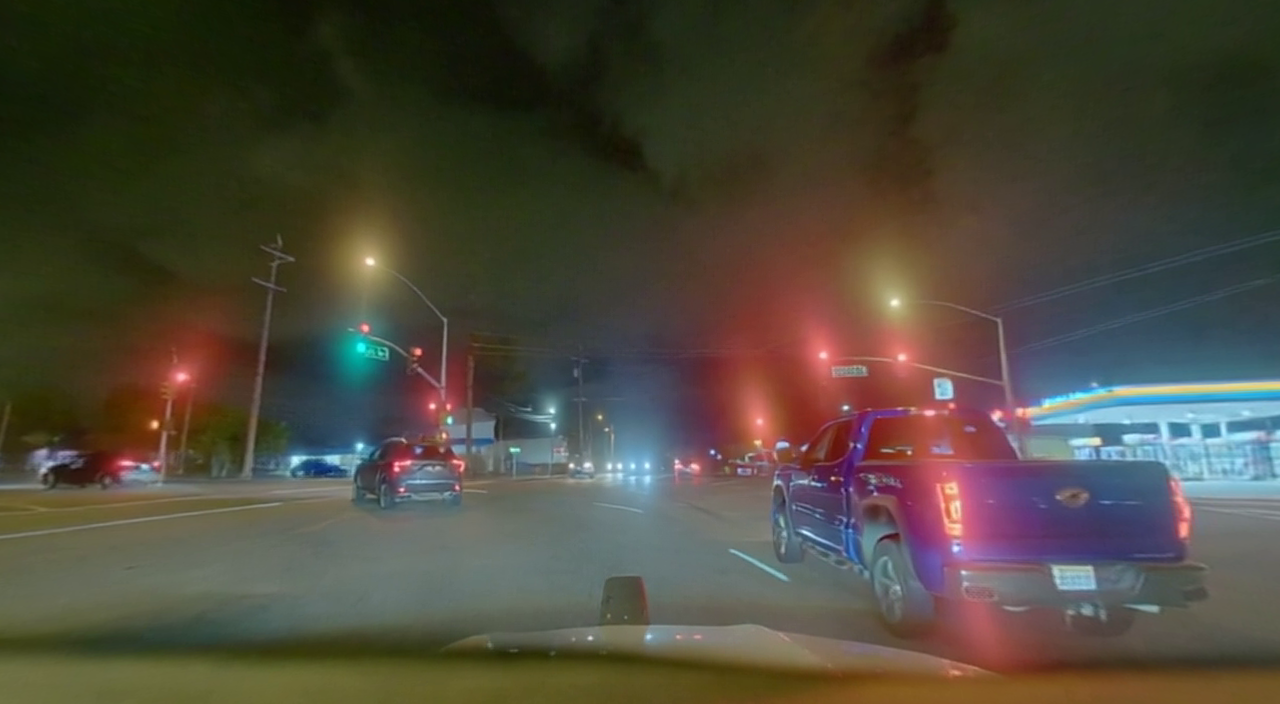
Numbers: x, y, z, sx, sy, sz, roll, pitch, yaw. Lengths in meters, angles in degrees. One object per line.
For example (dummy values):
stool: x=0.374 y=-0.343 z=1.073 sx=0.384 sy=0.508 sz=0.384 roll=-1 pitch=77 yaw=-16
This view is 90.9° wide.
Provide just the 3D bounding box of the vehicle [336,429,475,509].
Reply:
vehicle: x=-6.532 y=3.129 z=17.214 sx=2.141 sy=1.842 sz=4.889 roll=6 pitch=-11 yaw=-36

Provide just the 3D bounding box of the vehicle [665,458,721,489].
vehicle: x=2.373 y=5.603 z=29.362 sx=1.898 sy=1.281 sz=4.013 roll=1 pitch=-9 yaw=-6

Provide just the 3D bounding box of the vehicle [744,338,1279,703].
vehicle: x=2.586 y=1.249 z=5.569 sx=2.036 sy=1.818 sz=5.192 roll=1 pitch=-9 yaw=-5

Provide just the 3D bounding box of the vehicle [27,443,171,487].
vehicle: x=-22.285 y=4.655 z=26.050 sx=4.498 sy=1.725 sz=1.921 roll=-2 pitch=-9 yaw=10

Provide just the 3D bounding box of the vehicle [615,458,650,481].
vehicle: x=-0.450 y=8.004 z=43.273 sx=1.856 sy=1.448 sz=4.455 roll=-1 pitch=-9 yaw=7

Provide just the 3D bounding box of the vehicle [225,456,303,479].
vehicle: x=-27.028 y=8.291 z=45.530 sx=1.913 sy=1.480 sz=4.661 roll=-3 pitch=-10 yaw=18

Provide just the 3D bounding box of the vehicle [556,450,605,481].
vehicle: x=-3.936 y=7.621 z=42.574 sx=2.303 sy=1.895 sz=5.301 roll=-1 pitch=-9 yaw=5
